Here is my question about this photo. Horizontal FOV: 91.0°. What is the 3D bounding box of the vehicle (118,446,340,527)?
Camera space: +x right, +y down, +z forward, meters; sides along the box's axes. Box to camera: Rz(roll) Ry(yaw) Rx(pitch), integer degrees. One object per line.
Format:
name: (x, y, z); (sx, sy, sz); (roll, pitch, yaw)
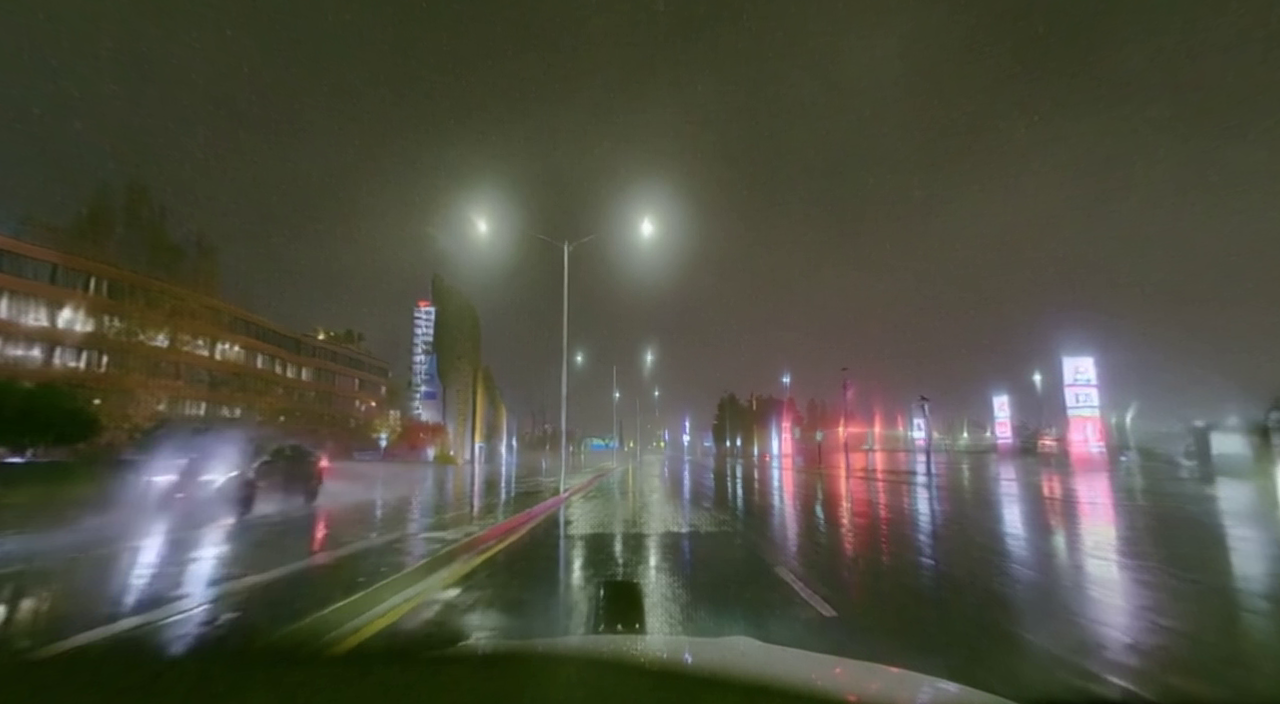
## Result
vehicle: (-8.642, 2.812, 13.841); (1.866, 1.463, 4.378); (0, -9, 1)
